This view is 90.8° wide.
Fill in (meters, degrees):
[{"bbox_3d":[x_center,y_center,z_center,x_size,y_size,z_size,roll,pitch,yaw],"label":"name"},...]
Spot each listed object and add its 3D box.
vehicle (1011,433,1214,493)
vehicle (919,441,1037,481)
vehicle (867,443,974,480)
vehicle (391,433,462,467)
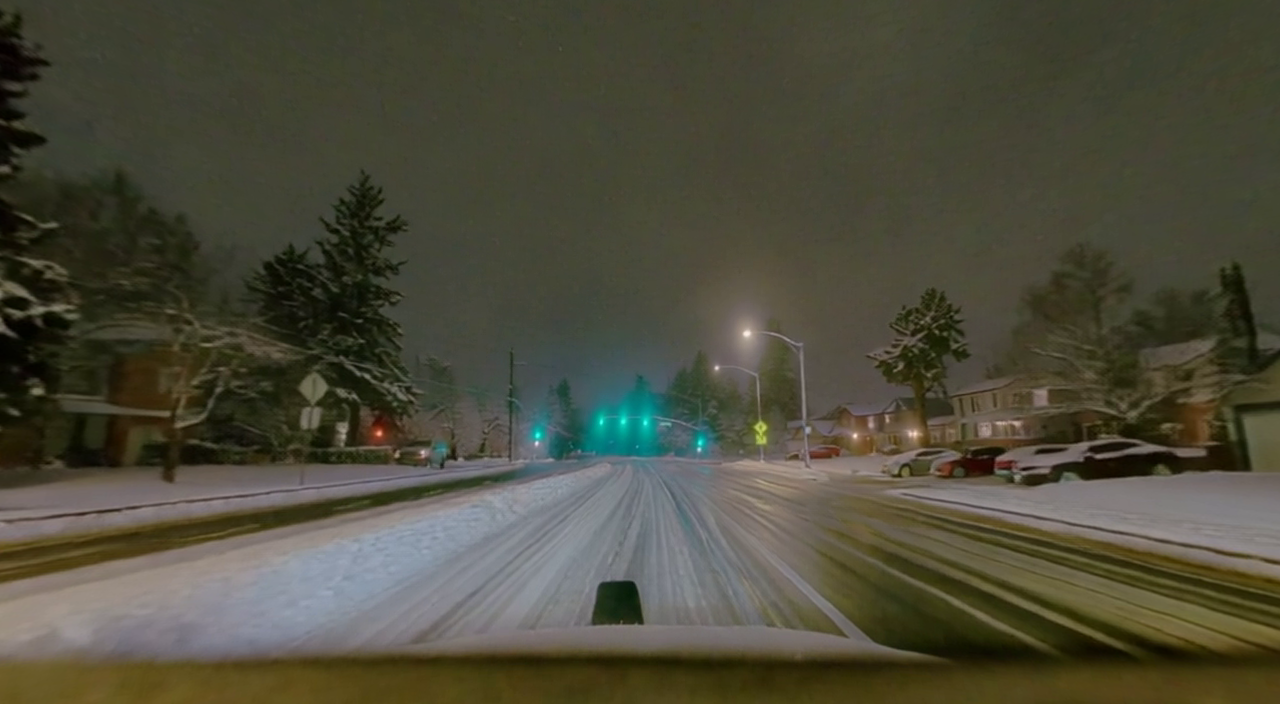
[{"bbox_3d":[15.124,3.552,20.430,4.854,1.803,2.179,1,-9,-4],"label":"vehicle"},{"bbox_3d":[15.430,4.988,29.021,4.234,1.491,1.940,-4,-7,1],"label":"vehicle"},{"bbox_3d":[14.308,5.592,32.425,4.466,1.578,1.968,-3,-7,0],"label":"vehicle"},{"bbox_3d":[-15.170,7.050,45.404,2.653,2.232,6.273,0,-9,2],"label":"vehicle"}]
